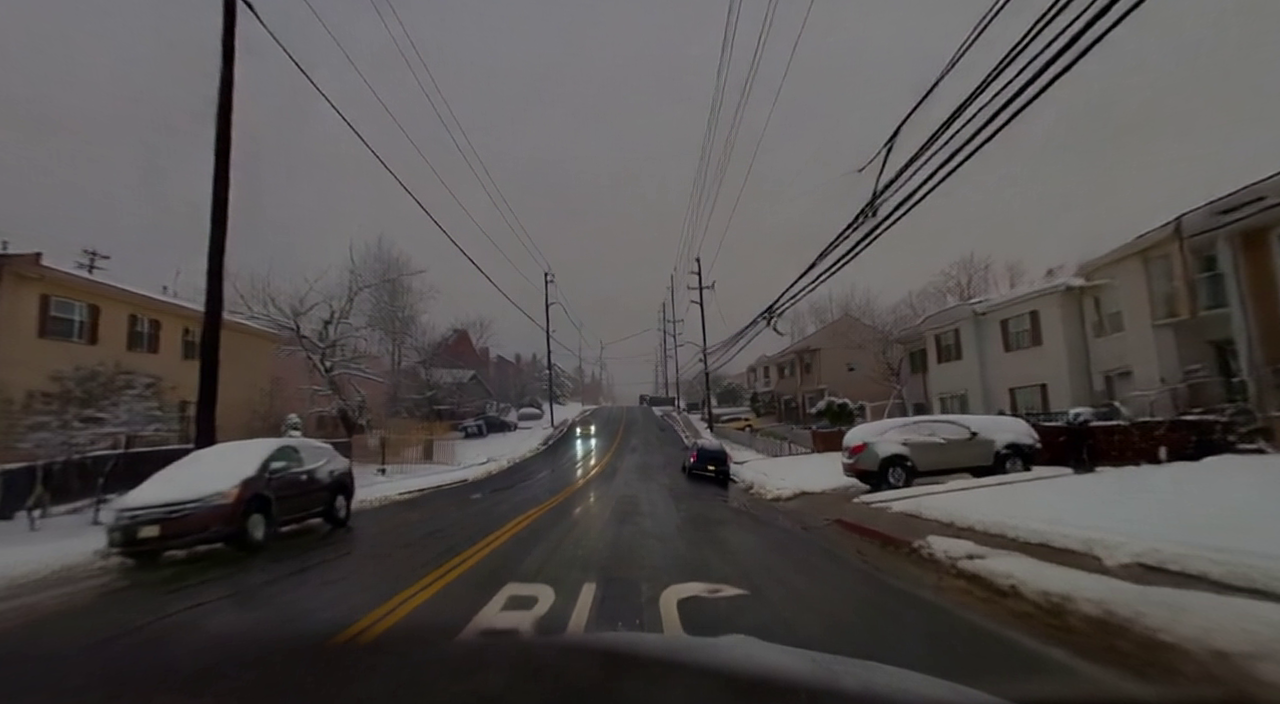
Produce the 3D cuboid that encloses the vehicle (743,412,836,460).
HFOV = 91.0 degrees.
[{"bbox_3d":[7.890,4.496,33.529,4.286,2.044,1.913,-5,-9,-1],"label":"vehicle"}]

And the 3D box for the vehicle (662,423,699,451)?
[{"bbox_3d":[2.764,6.008,44.222,2.211,1.860,4.813,0,-8,-1],"label":"vehicle"}]

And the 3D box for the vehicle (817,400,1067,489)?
[{"bbox_3d":[7.901,2.482,16.970,5.512,1.846,2.115,-4,-8,1],"label":"vehicle"}]

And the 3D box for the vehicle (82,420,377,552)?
[{"bbox_3d":[-6.718,2.361,11.133,2.156,1.764,4.410,-2,-12,1],"label":"vehicle"}]

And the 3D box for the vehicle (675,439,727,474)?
[{"bbox_3d":[2.749,4.818,29.298,2.063,1.503,4.415,0,-8,2],"label":"vehicle"}]
